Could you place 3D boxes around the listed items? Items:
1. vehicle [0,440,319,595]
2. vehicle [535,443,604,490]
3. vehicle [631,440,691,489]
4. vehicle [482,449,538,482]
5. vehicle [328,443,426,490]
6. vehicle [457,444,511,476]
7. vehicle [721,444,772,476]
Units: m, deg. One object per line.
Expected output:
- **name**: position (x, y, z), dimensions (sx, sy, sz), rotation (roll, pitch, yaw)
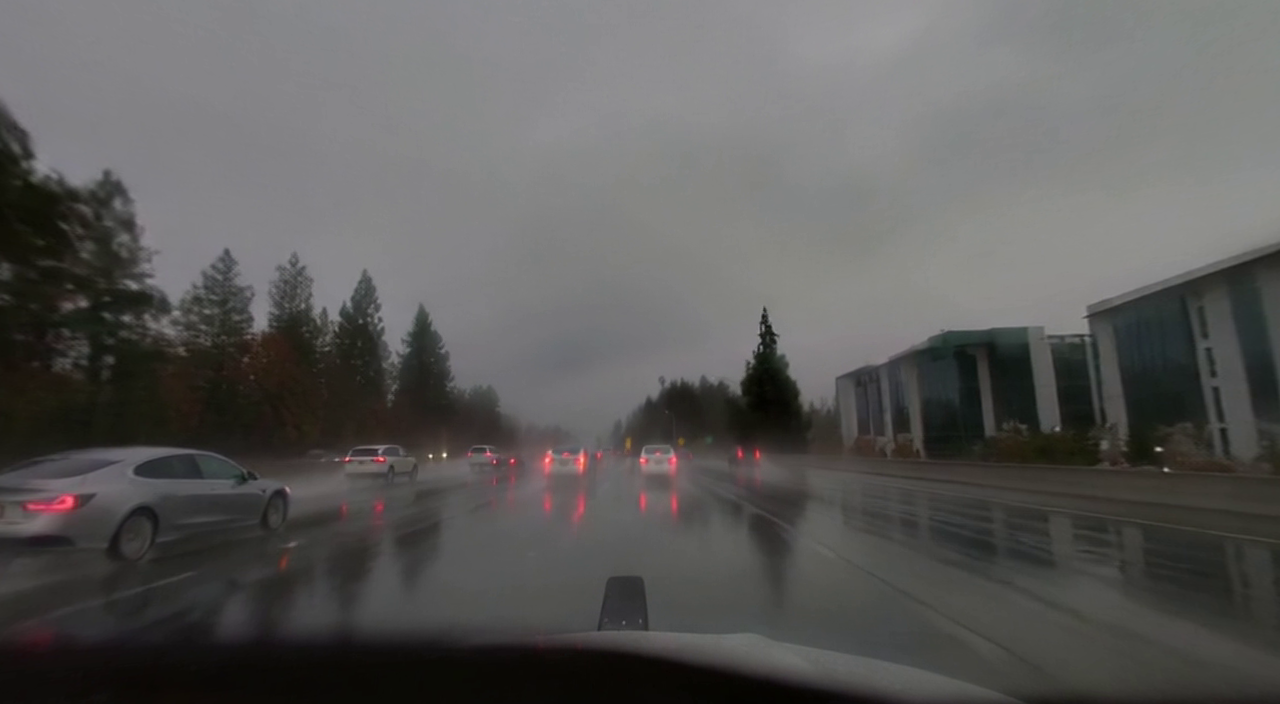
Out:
- **vehicle**: position (-6.636, 1.948, 8.475), dimensions (2.116, 1.473, 4.644), rotation (0, -8, 1)
- **vehicle**: position (-2.623, 4.385, 24.522), dimensions (2.102, 1.624, 4.257), rotation (0, -8, 1)
- **vehicle**: position (0.767, 4.266, 24.343), dimensions (2.114, 1.715, 4.136), rotation (0, -8, 0)
- **vehicle**: position (-6.416, 5.624, 31.597), dimensions (1.886, 1.455, 4.148), rotation (0, -8, 1)
- **vehicle**: position (-10.366, 4.504, 25.225), dimensions (1.947, 1.683, 4.331), rotation (0, -8, 1)
- **vehicle**: position (-10.036, 6.954, 40.968), dimensions (2.187, 1.851, 5.085), rotation (0, -8, 1)
- **vehicle**: position (6.306, 6.445, 37.881), dimensions (2.071, 1.754, 4.484), rotation (0, -8, -3)
